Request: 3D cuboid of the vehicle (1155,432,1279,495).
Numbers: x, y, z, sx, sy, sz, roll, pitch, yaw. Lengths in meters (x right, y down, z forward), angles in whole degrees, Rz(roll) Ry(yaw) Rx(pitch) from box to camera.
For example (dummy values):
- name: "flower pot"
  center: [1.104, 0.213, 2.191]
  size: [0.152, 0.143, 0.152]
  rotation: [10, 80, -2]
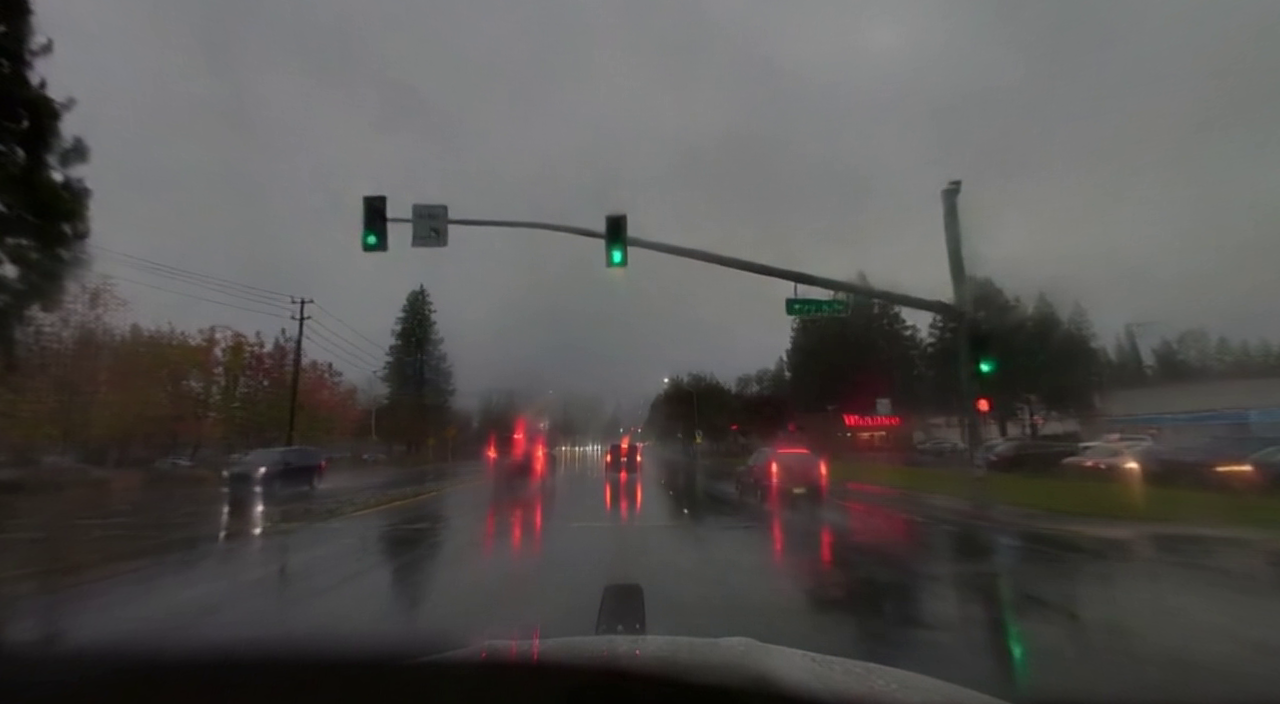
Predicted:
- name: "vehicle"
  center: [18.970, 3.284, 18.896]
  size: [5.209, 1.743, 2.081]
  rotation: [0, -9, 0]

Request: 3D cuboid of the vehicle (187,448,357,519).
- name: "vehicle"
  center: [-9.199, 3.278, 16.320]
  size: [1.867, 1.427, 4.371]
  rotation: [-3, -8, -1]

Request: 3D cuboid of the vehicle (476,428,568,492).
- name: "vehicle"
  center: [-4.050, 3.850, 22.880]
  size: [2.252, 1.999, 5.605]
  rotation: [0, -9, 0]

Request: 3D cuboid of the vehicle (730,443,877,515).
- name: "vehicle"
  center: [3.674, 2.947, 15.208]
  size: [2.207, 1.447, 4.418]
  rotation: [0, -9, -2]

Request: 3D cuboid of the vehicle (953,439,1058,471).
- name: "vehicle"
  center: [18.564, 5.250, 32.237]
  size: [4.107, 1.540, 1.994]
  rotation: [0, -9, -1]

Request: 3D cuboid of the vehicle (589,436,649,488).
- name: "vehicle"
  center: [-0.752, 4.160, 24.153]
  size: [2.061, 1.809, 4.141]
  rotation: [0, -9, 0]
